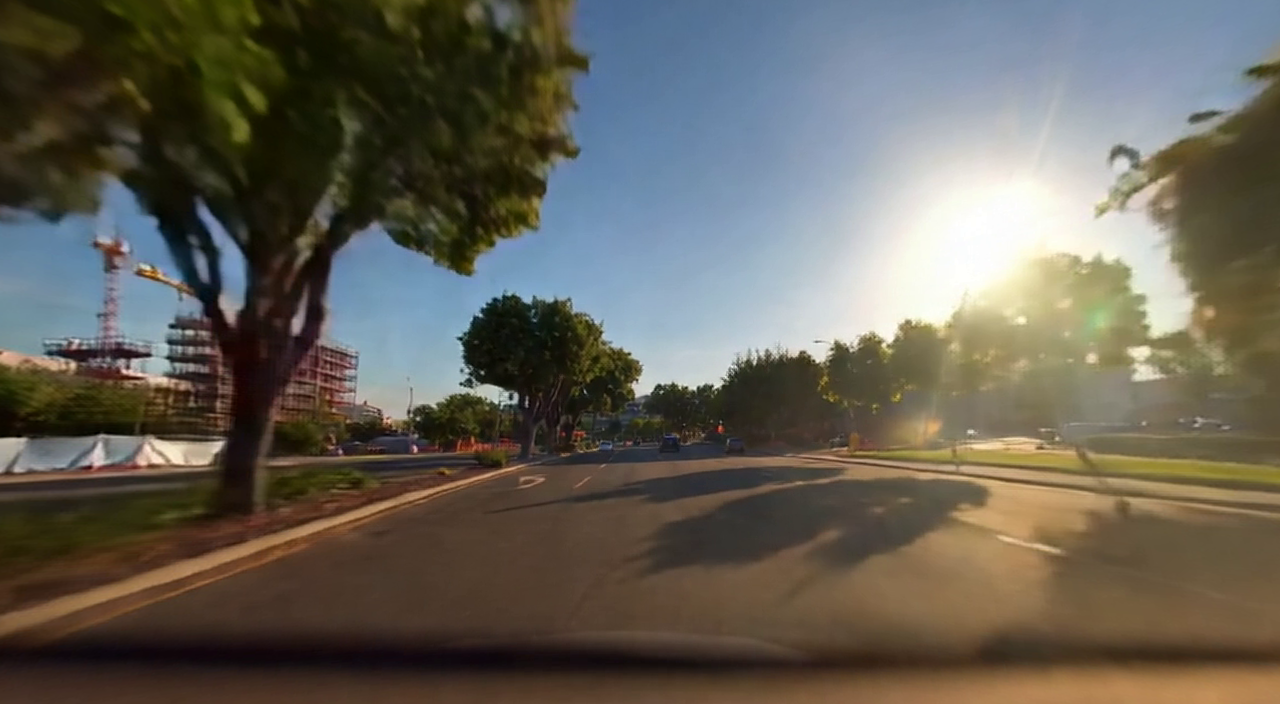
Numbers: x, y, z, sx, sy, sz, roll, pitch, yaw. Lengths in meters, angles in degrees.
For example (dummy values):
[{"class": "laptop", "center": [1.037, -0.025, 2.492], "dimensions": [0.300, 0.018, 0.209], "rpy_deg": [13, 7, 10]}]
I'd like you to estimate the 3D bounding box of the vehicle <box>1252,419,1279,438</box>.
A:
[{"class": "vehicle", "center": [49.393, 5.998, 49.327], "dimensions": [1.864, 1.390, 4.393], "rpy_deg": [-8, -11, 39]}]
